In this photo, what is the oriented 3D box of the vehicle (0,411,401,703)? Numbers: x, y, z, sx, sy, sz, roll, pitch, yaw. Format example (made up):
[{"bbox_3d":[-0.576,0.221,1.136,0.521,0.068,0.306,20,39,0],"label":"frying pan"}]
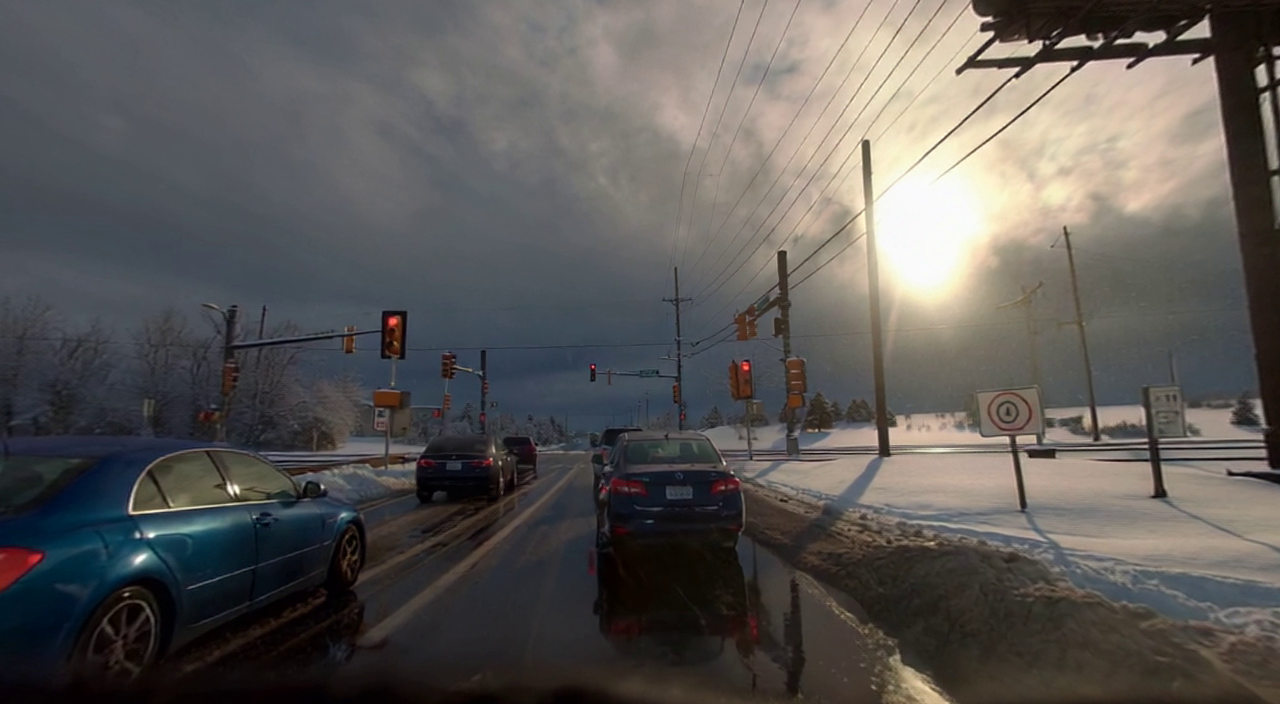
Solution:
[{"bbox_3d":[-3.705,1.317,4.856,1.956,1.468,4.585,0,-8,0],"label":"vehicle"}]

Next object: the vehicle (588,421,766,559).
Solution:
[{"bbox_3d":[0.321,1.849,9.140,1.998,1.529,3.960,0,-9,-3],"label":"vehicle"}]

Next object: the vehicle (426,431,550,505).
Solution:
[{"bbox_3d":[-3.381,2.663,14.905,1.984,1.505,3.982,0,-8,-1],"label":"vehicle"}]
